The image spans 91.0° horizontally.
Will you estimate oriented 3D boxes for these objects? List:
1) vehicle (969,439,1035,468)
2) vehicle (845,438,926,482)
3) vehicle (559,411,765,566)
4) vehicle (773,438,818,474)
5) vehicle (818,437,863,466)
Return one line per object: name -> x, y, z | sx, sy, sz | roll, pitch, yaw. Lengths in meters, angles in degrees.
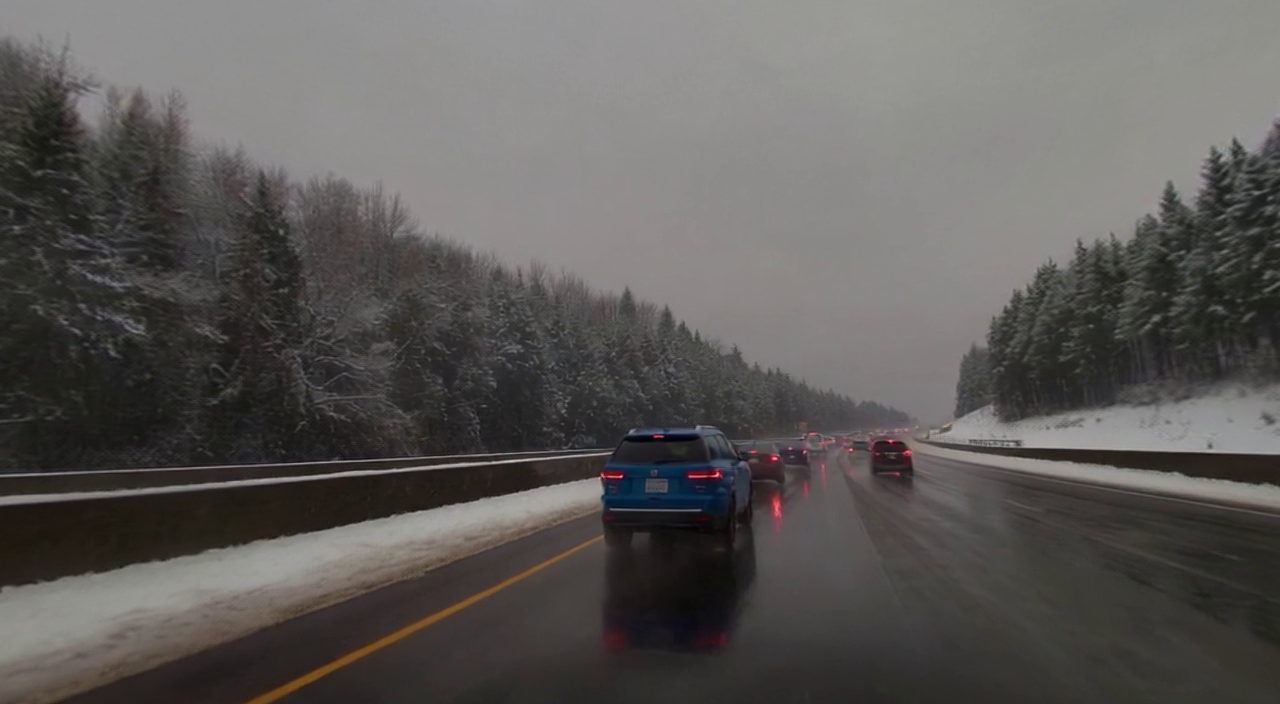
vehicle -> 20.093, 5.615, 35.153 | 1.990, 1.478, 4.475 | -2, -8, 14
vehicle -> 8.983, 3.956, 23.433 | 1.962, 1.442, 4.536 | -2, -8, 11
vehicle -> 0.584, 1.780, 9.005 | 2.021, 1.635, 4.085 | -2, -9, 15
vehicle -> 6.850, 4.561, 27.749 | 1.755, 1.457, 3.686 | -2, -8, 13
vehicle -> 11.886, 5.912, 37.572 | 1.857, 1.584, 3.976 | -1, -8, 8
